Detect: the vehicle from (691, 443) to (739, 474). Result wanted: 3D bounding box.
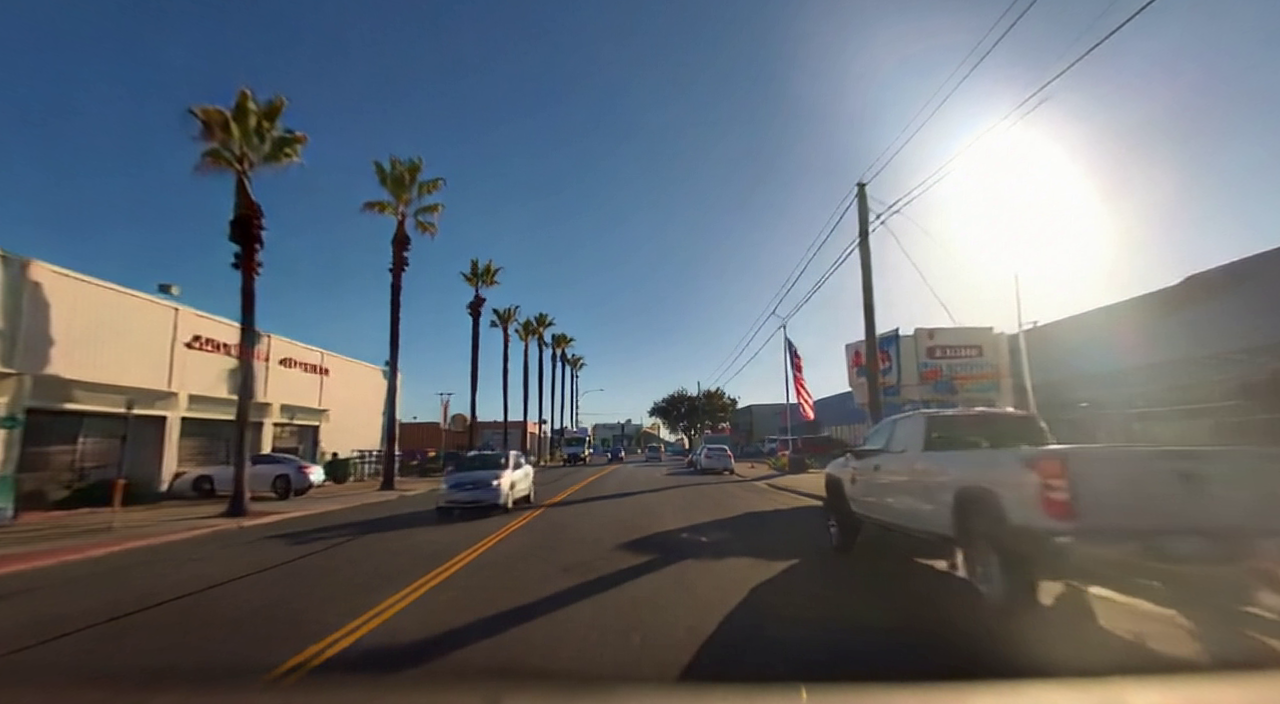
[{"bbox_3d":[4.131,5.951,35.438,2.111,1.611,4.576,0,-9,-1],"label":"vehicle"}]

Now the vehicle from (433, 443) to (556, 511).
[{"bbox_3d":[-3.553,3.143,16.400,2.033,1.492,4.477,0,-9,1],"label":"vehicle"}]

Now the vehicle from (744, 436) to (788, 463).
[{"bbox_3d":[10.058,7.664,49.888,2.325,1.877,5.987,-6,-10,20],"label":"vehicle"}]

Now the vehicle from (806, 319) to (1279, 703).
[{"bbox_3d":[3.624,1.265,5.970,2.345,1.969,6.070,0,-9,-1],"label":"vehicle"}]

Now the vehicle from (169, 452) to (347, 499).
[{"bbox_3d":[-13.894,4.504,23.242,5.187,1.563,2.095,0,-9,0],"label":"vehicle"}]
